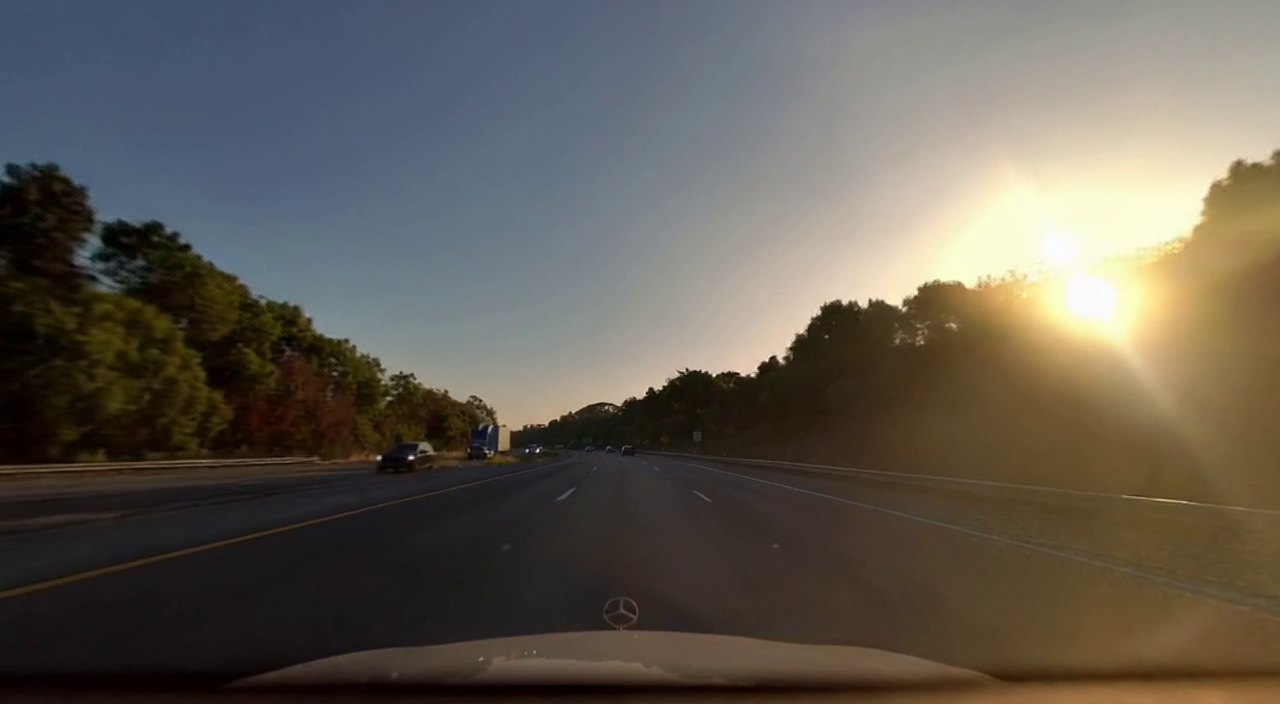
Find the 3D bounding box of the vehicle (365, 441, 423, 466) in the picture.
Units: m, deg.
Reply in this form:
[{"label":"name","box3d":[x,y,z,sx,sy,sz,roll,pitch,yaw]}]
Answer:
[{"label":"vehicle","box3d":[-15.978,6.610,41.047,2.073,1.563,4.470,0,-9,-1]}]
